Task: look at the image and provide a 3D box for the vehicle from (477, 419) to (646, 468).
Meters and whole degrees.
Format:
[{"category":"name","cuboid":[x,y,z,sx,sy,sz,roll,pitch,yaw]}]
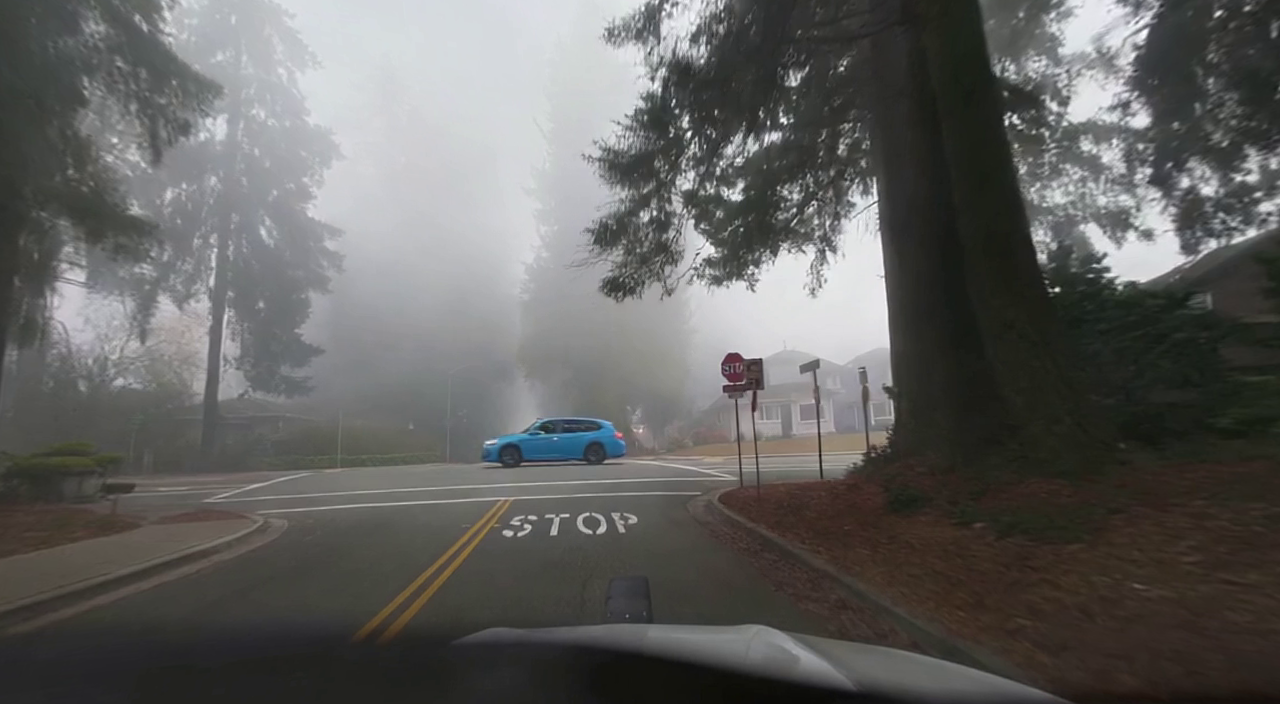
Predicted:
[{"category":"vehicle","cuboid":[-3.380,3.917,27.102,6.877,1.941,2.405,1,-8,-11]}]
